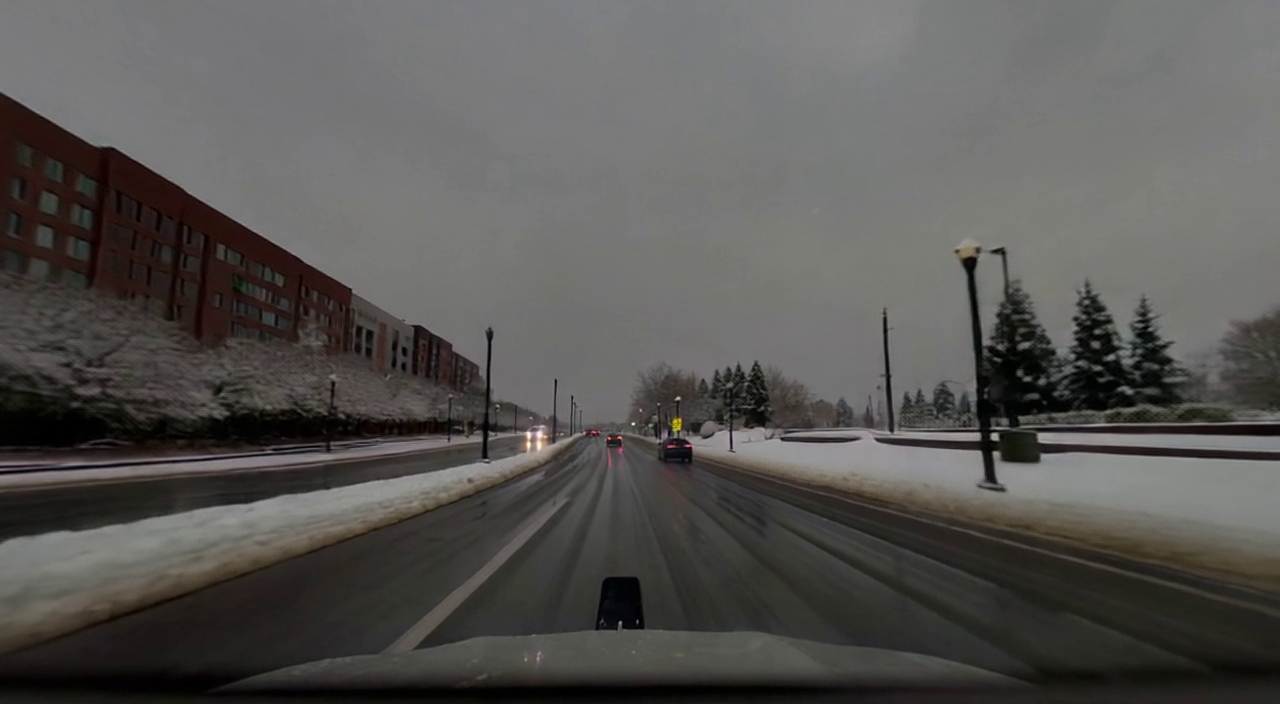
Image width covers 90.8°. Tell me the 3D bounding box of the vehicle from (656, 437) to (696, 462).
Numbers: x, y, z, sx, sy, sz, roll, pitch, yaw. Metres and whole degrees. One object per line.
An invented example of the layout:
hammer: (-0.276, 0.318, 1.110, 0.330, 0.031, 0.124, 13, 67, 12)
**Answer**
vehicle: (2.251, 6.248, 40.634, 2.090, 1.506, 4.382, 0, -8, -3)
